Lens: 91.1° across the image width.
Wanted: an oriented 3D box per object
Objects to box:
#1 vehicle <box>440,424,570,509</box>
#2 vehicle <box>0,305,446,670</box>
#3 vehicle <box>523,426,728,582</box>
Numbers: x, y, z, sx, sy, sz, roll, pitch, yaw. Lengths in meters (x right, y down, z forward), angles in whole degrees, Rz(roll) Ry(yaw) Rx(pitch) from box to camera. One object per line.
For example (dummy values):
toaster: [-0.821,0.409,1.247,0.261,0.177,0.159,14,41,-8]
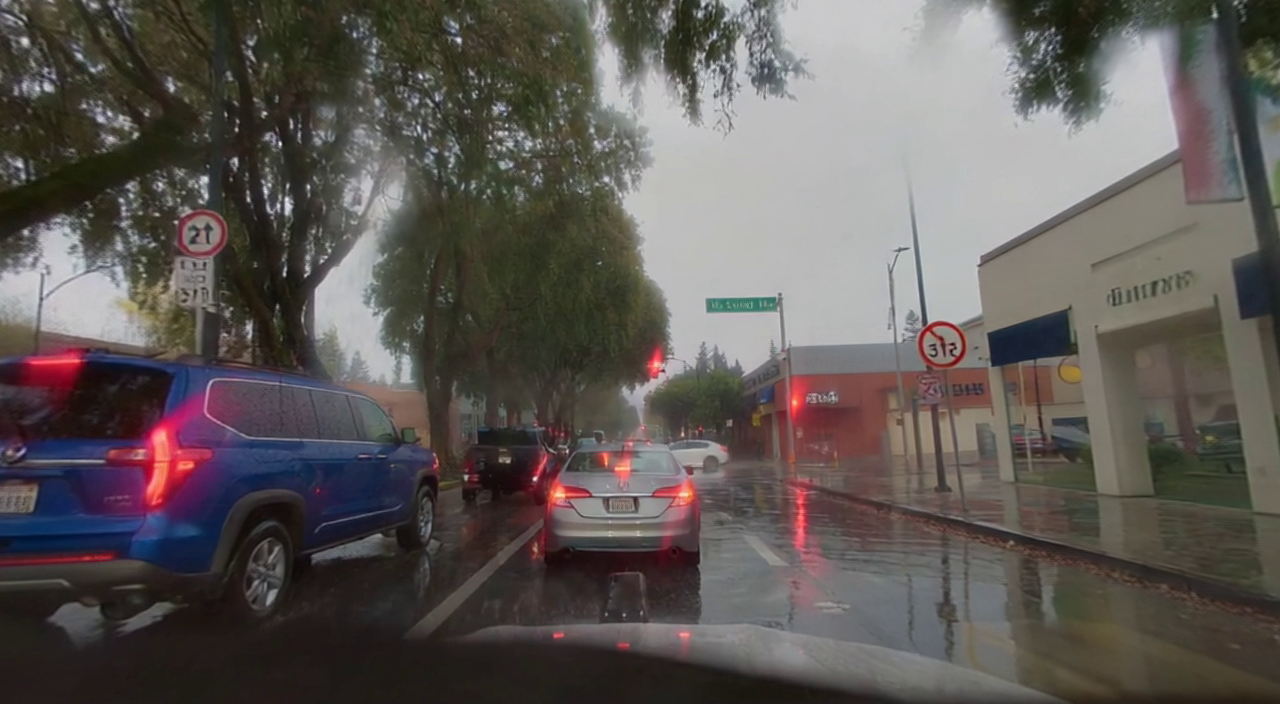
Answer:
vehicle: [-2.928,2.591,14.606,2.047,1.664,4.148,0,-8,1]
vehicle: [-3.815,1.131,6.221,2.152,2.118,5.066,0,-8,0]
vehicle: [-0.169,1.778,8.182,1.966,1.481,4.146,0,-8,-1]
